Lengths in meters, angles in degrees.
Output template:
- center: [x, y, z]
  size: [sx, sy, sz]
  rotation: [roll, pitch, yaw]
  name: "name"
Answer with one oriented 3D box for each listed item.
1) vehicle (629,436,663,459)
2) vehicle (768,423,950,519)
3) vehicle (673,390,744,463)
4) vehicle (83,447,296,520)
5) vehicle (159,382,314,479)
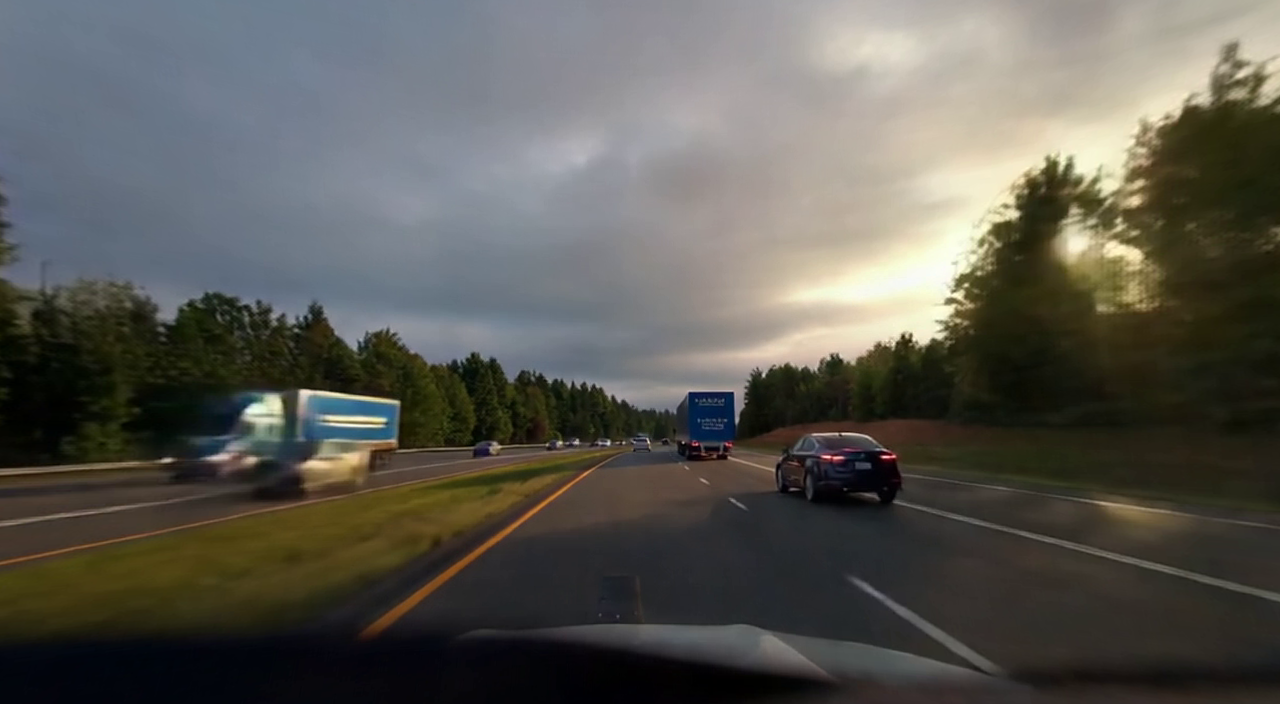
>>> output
- center: [0.450, 6.551, 43.429]
  size: [2.209, 1.499, 4.144]
  rotation: [0, -8, 1]
  name: "vehicle"
- center: [4.061, 2.261, 12.593]
  size: [2.028, 1.573, 4.207]
  rotation: [0, -8, -2]
  name: "vehicle"
- center: [4.182, 5.090, 42.123]
  size: [3.171, 4.072, 13.784]
  rotation: [0, -8, 0]
  name: "vehicle"
- center: [-10.686, 3.104, 15.468]
  size: [2.010, 1.426, 4.364]
  rotation: [0, -8, 0]
  name: "vehicle"
- center: [-18.132, 3.592, 28.876]
  size: [2.988, 3.961, 5.816]
  rotation: [0, -8, 1]
  name: "vehicle"
